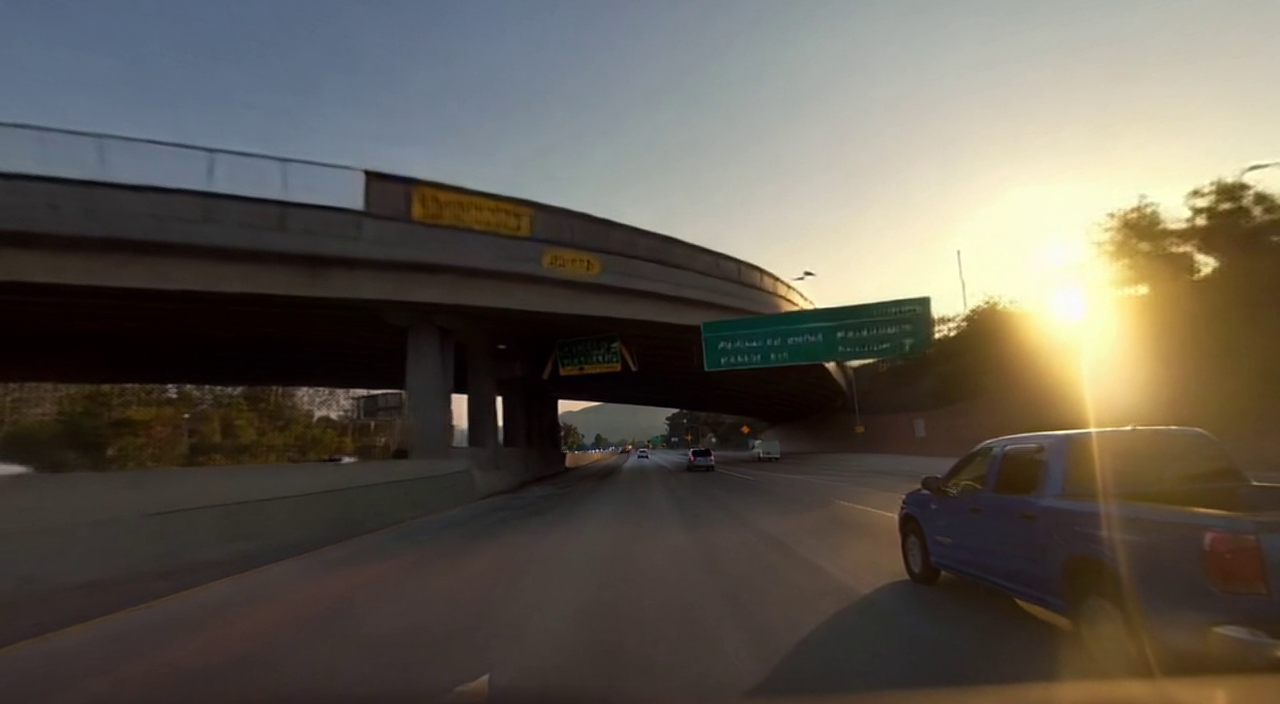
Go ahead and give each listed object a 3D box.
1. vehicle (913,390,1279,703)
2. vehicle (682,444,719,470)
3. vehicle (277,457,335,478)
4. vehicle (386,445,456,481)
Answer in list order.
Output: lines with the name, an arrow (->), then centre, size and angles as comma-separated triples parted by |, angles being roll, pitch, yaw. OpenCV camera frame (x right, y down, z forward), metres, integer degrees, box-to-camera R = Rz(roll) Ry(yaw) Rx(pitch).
vehicle -> 3.343, 0.981, 2.792 | 2.119, 1.524, 4.807 | 0, -8, 0
vehicle -> 3.984, 7.010, 42.235 | 2.014, 1.643, 4.039 | 0, -8, -1
vehicle -> -25.551, 8.835, 48.453 | 1.845, 1.475, 4.734 | 0, -8, 0
vehicle -> -11.312, 5.736, 32.933 | 1.986, 1.742, 4.461 | 0, -8, 1
